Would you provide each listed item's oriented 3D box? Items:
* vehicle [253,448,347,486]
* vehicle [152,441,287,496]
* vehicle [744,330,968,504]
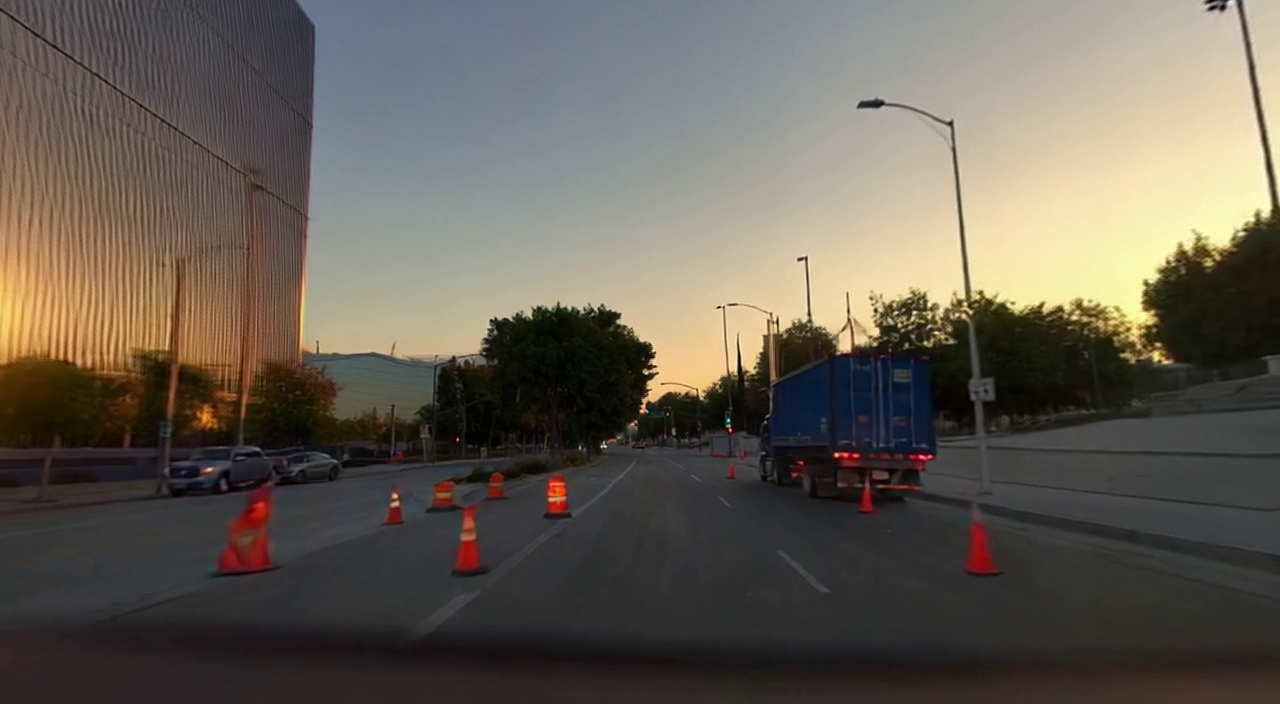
[{"bbox_3d":[-16.561,5.586,31.106,1.925,1.665,4.893,0,-8,-1],"label":"vehicle"},{"bbox_3d":[-16.558,4.567,25.258,1.937,1.984,4.928,0,-8,0],"label":"vehicle"},{"bbox_3d":[5.644,2.147,19.129,3.176,3.913,9.805,0,-8,-1],"label":"vehicle"}]
